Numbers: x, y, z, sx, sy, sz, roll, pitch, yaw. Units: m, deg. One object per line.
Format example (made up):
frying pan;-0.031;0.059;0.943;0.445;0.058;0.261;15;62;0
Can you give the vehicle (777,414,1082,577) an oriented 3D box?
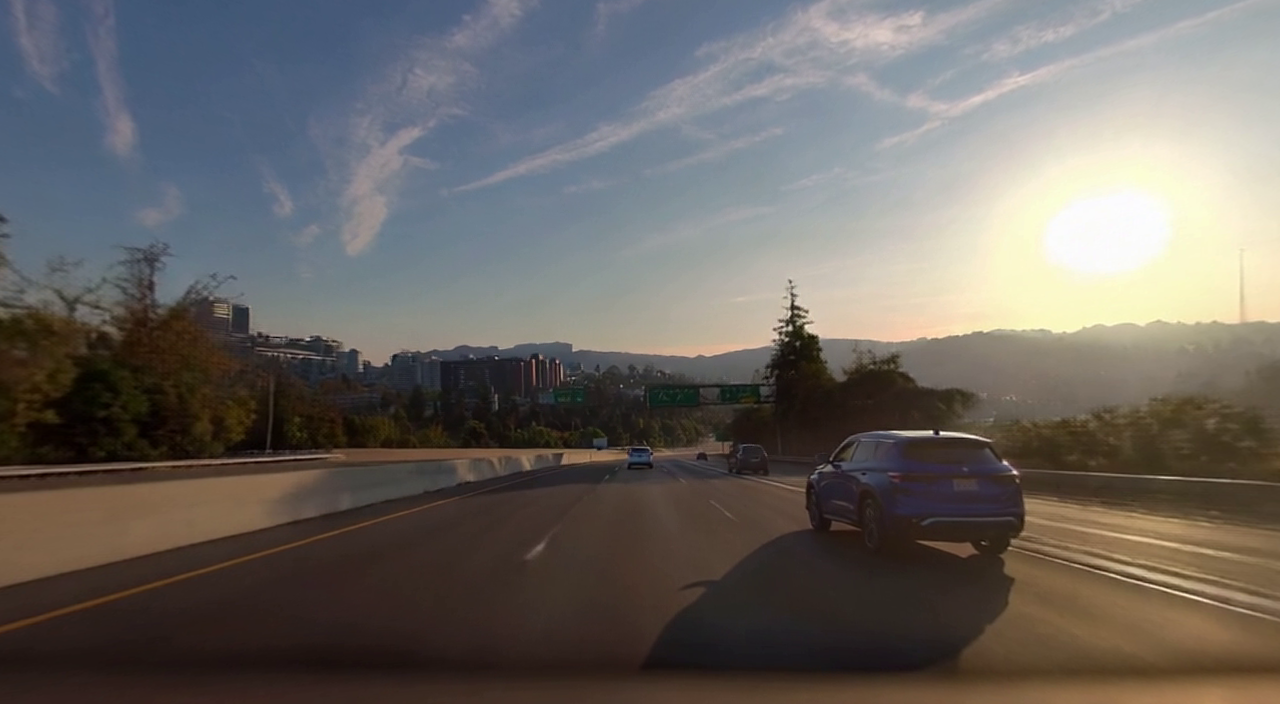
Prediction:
vehicle;3.466;1.800;8.749;2.097;1.659;4.320;0;-8;-1

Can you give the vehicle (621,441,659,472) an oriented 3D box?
vehicle;-0.026;6.473;39.309;2.181;1.768;4.383;0;-8;-1

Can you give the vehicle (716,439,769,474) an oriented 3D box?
vehicle;7.110;7.305;44.475;2.526;2.230;6.190;0;-8;-1
